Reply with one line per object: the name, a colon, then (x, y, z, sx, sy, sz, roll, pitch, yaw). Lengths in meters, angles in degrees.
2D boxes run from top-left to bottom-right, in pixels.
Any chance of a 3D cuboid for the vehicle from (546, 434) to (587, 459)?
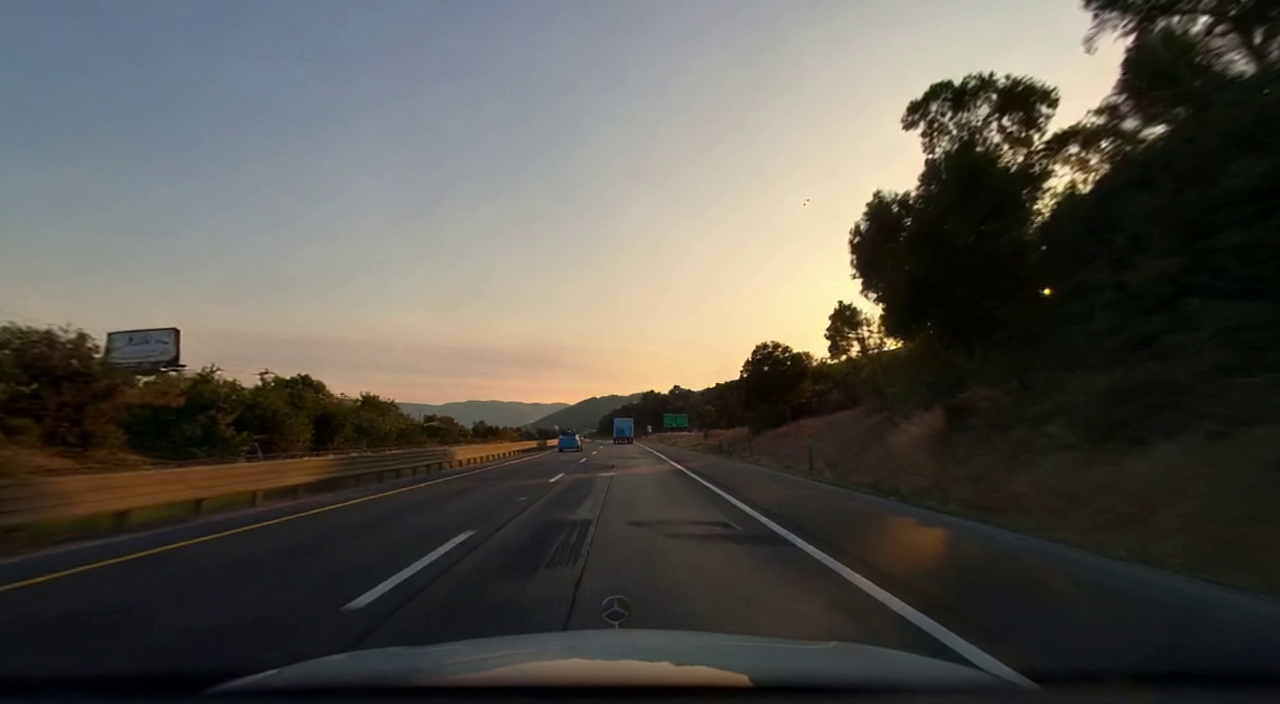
vehicle: (-4.716, 6.123, 41.207, 2.302, 1.523, 4.383, 0, -8, -2)
